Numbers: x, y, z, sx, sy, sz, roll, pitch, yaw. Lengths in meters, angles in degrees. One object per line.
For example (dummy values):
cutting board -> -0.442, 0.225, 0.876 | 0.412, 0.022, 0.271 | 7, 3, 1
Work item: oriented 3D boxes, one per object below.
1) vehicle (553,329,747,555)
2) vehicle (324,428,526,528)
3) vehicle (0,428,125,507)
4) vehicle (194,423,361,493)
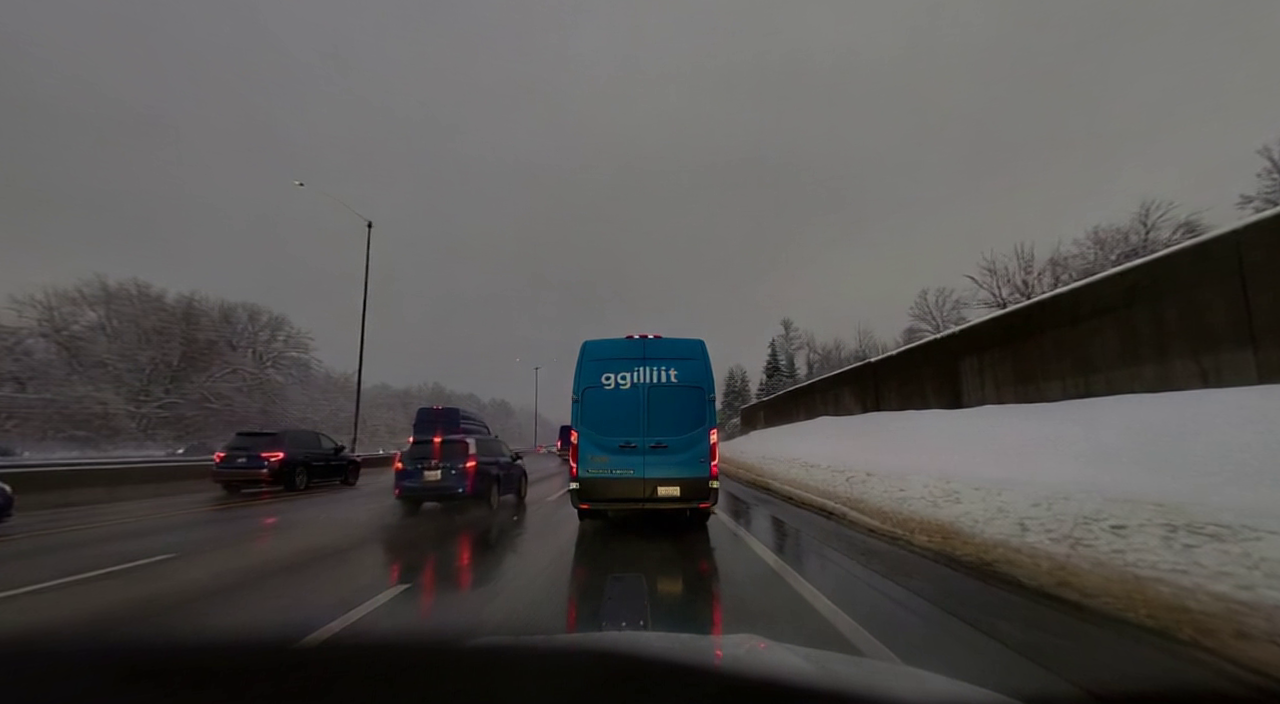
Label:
vehicle -> 0.158, 1.544, 10.910 | 2.316, 2.738, 6.398 | 0, -9, 1
vehicle -> -3.819, 2.331, 12.303 | 2.212, 1.551, 4.658 | 0, -8, 1
vehicle -> -14.428, 2.580, 14.246 | 1.812, 1.642, 4.323 | 0, -9, 1
vehicle -> -10.812, 3.212, 19.383 | 2.061, 1.846, 4.852 | 0, -8, 3
